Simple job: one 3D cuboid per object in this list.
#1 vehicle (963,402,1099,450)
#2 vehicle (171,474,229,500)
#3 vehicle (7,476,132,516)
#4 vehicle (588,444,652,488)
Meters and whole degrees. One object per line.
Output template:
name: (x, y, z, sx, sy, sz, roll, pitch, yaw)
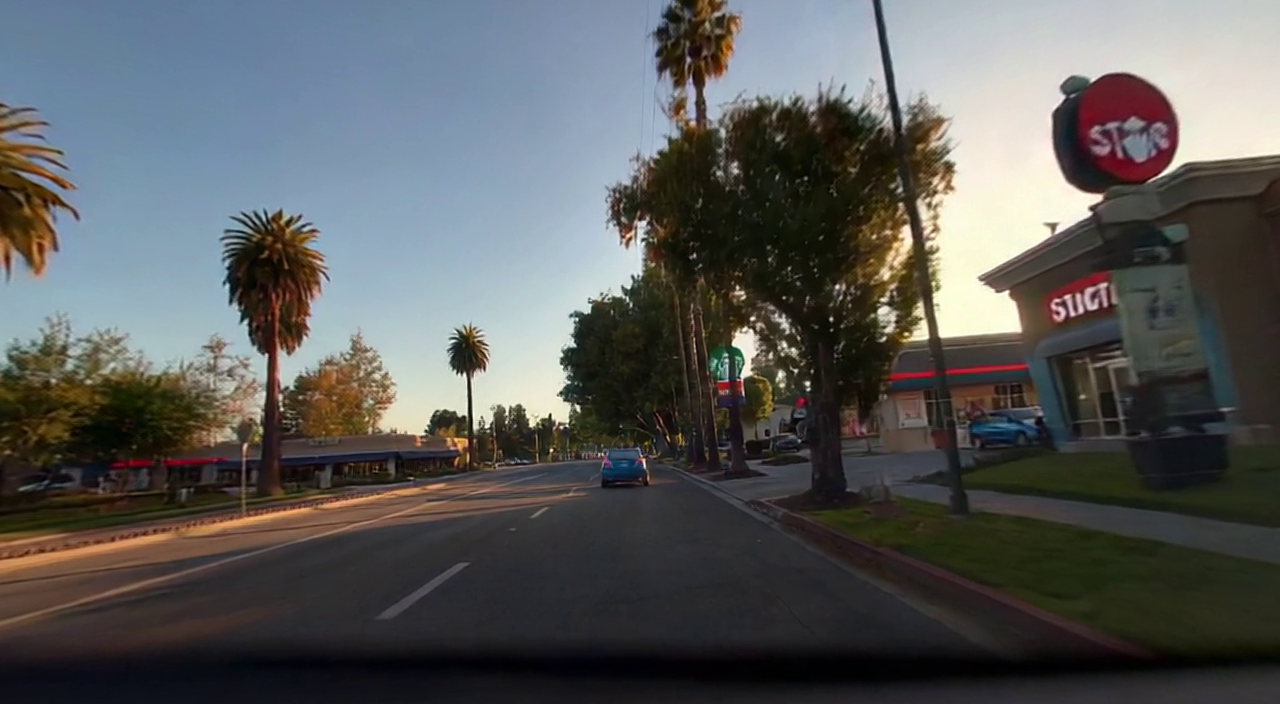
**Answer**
vehicle: (13.337, 2.644, 21.934, 1.827, 1.497, 4.468, 0, -9, -1)
vehicle: (-31.127, 9.566, 44.844, 1.791, 1.511, 4.030, 1, -9, -10)
vehicle: (-30.262, 7.615, 33.771, 2.092, 1.719, 4.868, 0, -9, 0)
vehicle: (-0.721, 4.225, 23.773, 2.156, 1.462, 4.495, 0, -9, -1)
